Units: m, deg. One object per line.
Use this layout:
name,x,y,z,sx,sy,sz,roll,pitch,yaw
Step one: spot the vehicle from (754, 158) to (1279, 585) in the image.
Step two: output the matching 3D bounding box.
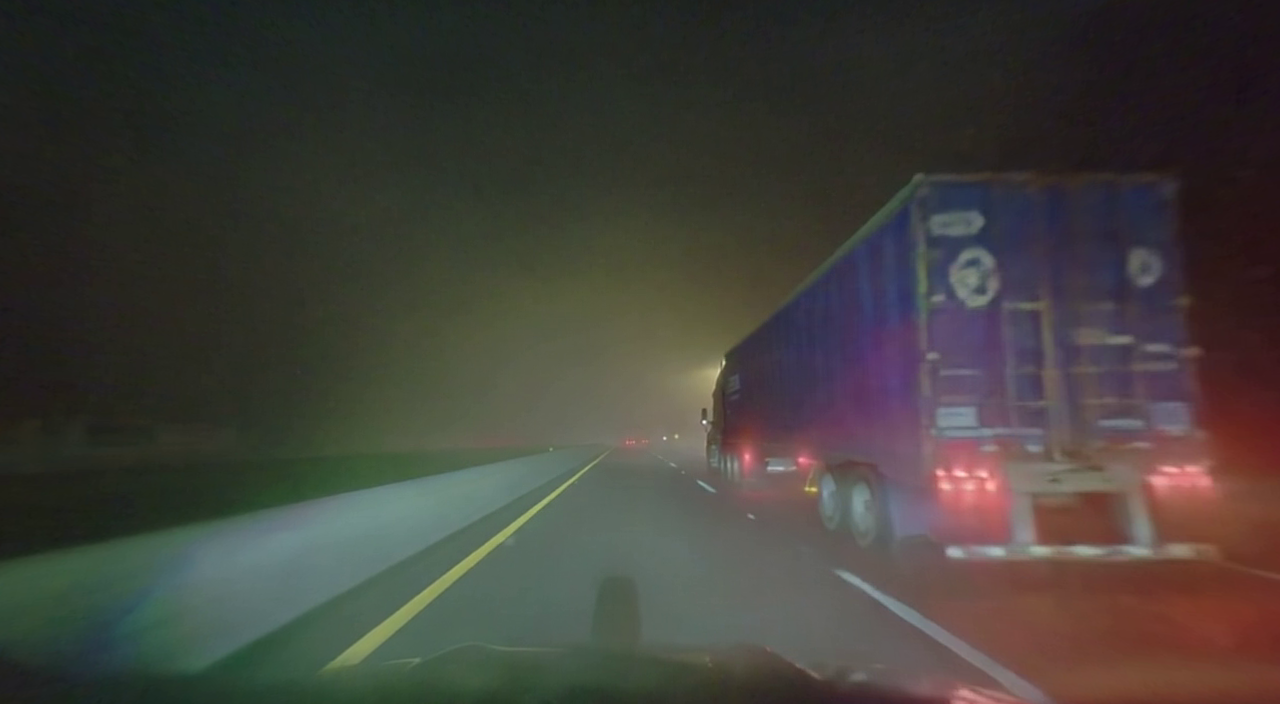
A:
vehicle,4.109,0.645,9.832,2.888,3.866,8.380,0,-8,-1
